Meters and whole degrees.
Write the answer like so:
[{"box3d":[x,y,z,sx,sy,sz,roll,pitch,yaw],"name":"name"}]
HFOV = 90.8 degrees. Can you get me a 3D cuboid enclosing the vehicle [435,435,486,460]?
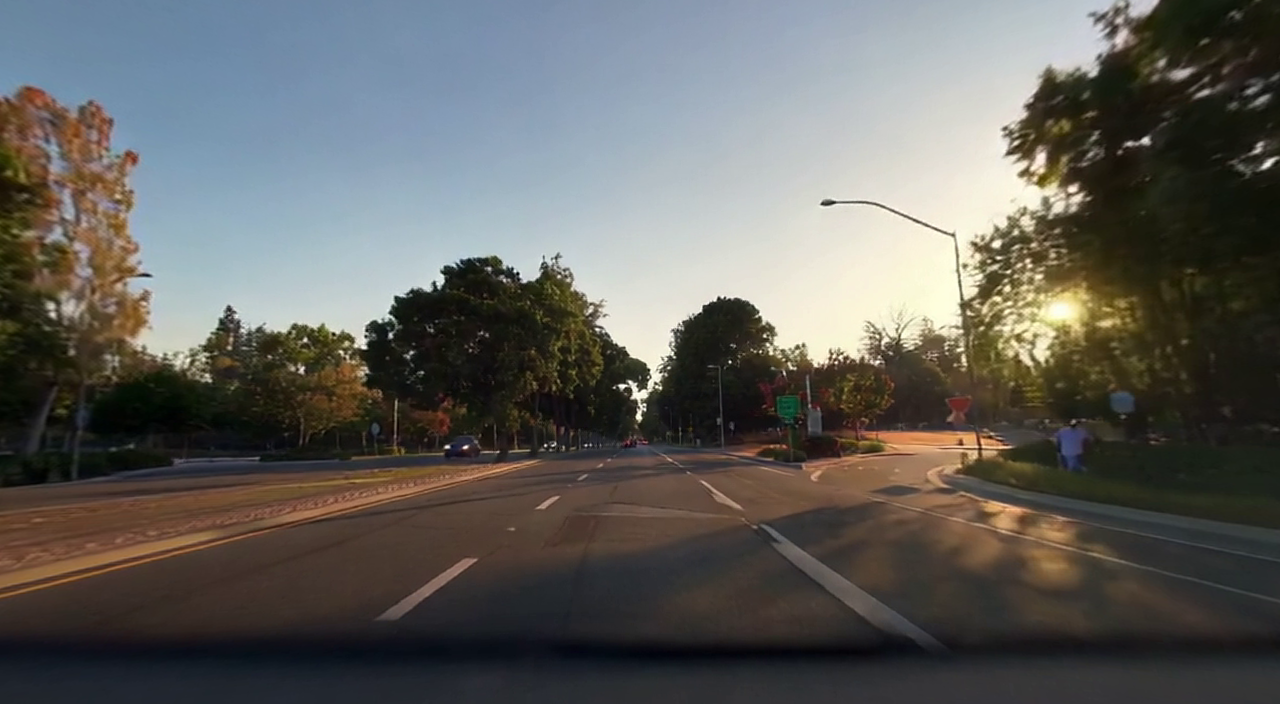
[{"box3d":[-12.924,6.917,45.837,2.156,1.728,4.968,0,-9,1],"name":"vehicle"}]
